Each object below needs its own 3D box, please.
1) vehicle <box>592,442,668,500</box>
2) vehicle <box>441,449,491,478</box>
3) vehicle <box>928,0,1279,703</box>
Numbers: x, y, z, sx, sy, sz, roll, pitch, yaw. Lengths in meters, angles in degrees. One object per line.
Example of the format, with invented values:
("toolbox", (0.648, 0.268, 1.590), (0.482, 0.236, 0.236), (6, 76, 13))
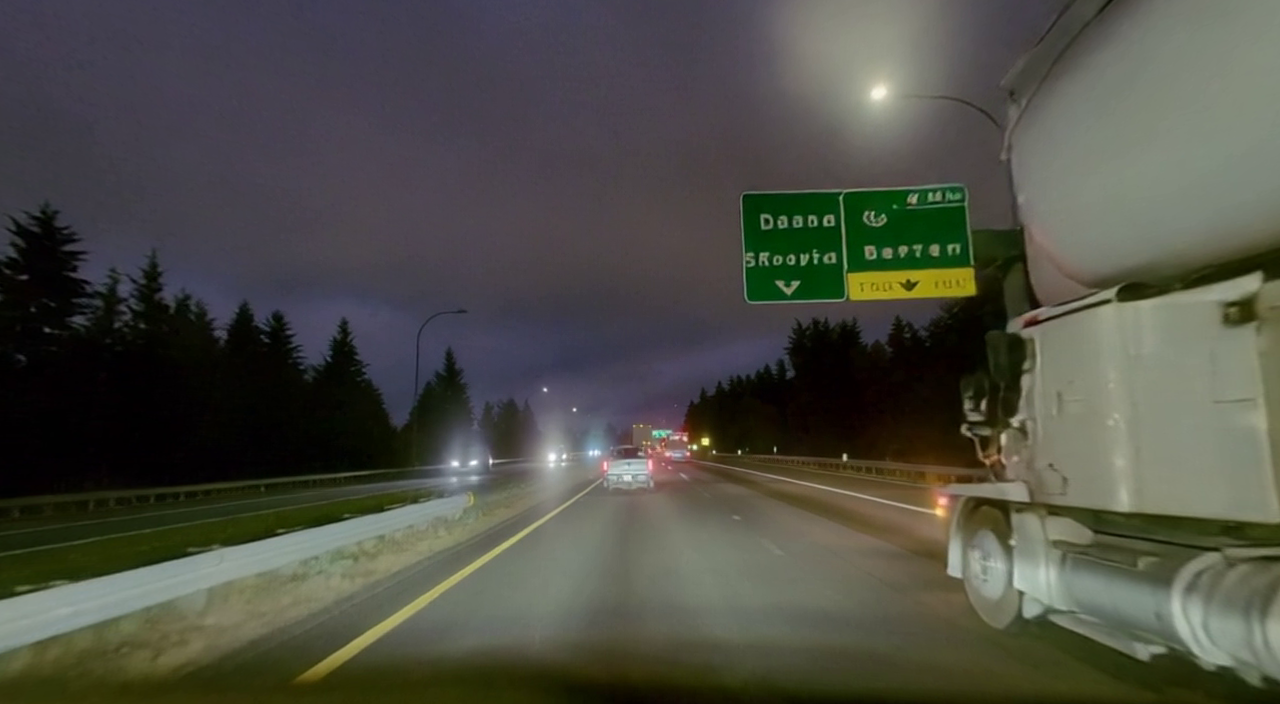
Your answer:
("vehicle", (-0.285, 3.437, 18.525), (2.003, 1.490, 3.636), (0, -9, 0))
("vehicle", (-11.823, 7.556, 43.074), (2.063, 1.828, 4.416), (0, -9, 1))
("vehicle", (3.884, -0.249, 1.880), (3.001, 3.728, 5.947), (0, -9, -1))
